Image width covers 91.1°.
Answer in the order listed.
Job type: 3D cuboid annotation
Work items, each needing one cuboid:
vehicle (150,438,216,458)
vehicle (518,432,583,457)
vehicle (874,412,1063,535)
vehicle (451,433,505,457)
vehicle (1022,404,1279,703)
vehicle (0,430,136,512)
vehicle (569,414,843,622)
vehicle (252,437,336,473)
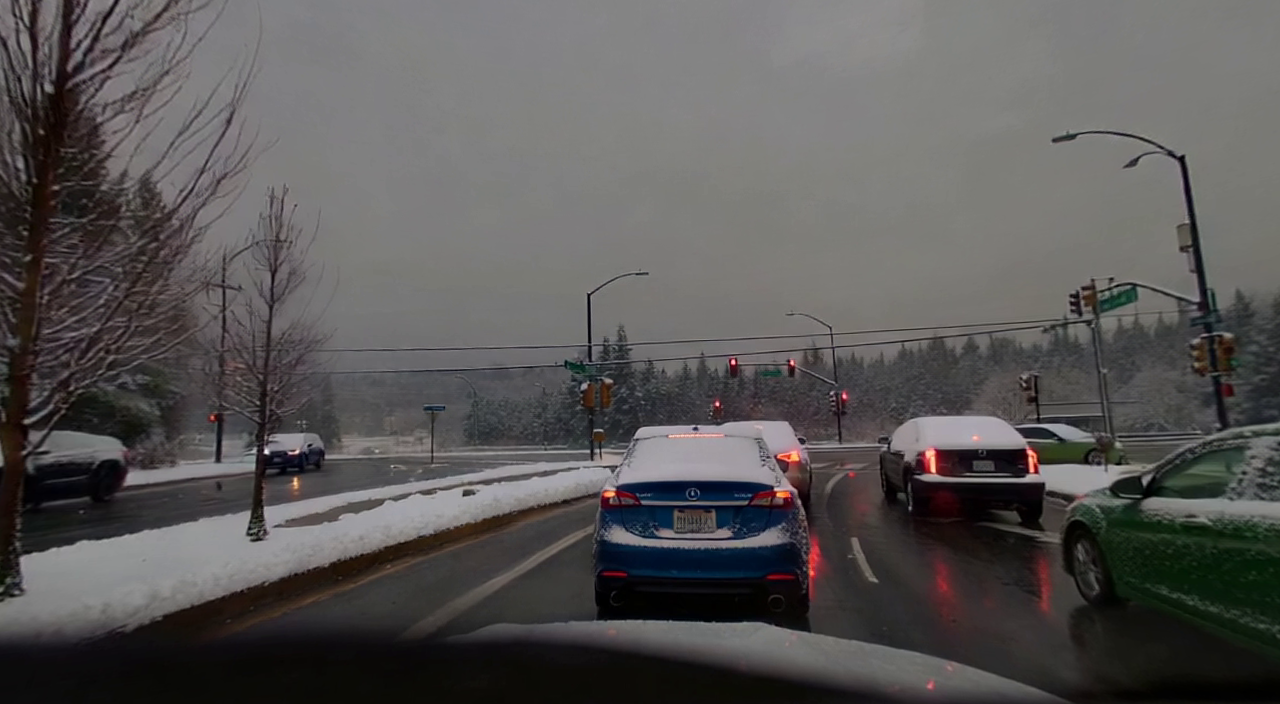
[{"bbox_3d":[-35.377,7.441,48.640,1.652,1.433,3.733,-7,-11,40],"label":"vehicle"},{"bbox_3d":[-5.979,6.112,41.547,1.932,1.573,4.509,8,-12,-44],"label":"vehicle"},{"bbox_3d":[5.527,2.050,11.281,2.102,1.717,4.373,-2,-9,16],"label":"vehicle"},{"bbox_3d":[-12.478,7.126,48.186,1.972,1.705,4.457,8,-11,-44],"label":"vehicle"},{"bbox_3d":[4.239,1.059,3.380,1.954,1.508,4.441,-1,-8,7],"label":"vehicle"},{"bbox_3d":[-13.307,2.492,13.584,1.948,1.532,4.102,2,-8,-11],"label":"vehicle"},{"bbox_3d":[0.856,1.500,6.698,2.052,1.483,3.928,-2,-8,12],"label":"vehicle"},{"bbox_3d":[-15.261,4.544,27.993,1.976,1.458,4.645,2,-8,-13],"label":"vehicle"}]
